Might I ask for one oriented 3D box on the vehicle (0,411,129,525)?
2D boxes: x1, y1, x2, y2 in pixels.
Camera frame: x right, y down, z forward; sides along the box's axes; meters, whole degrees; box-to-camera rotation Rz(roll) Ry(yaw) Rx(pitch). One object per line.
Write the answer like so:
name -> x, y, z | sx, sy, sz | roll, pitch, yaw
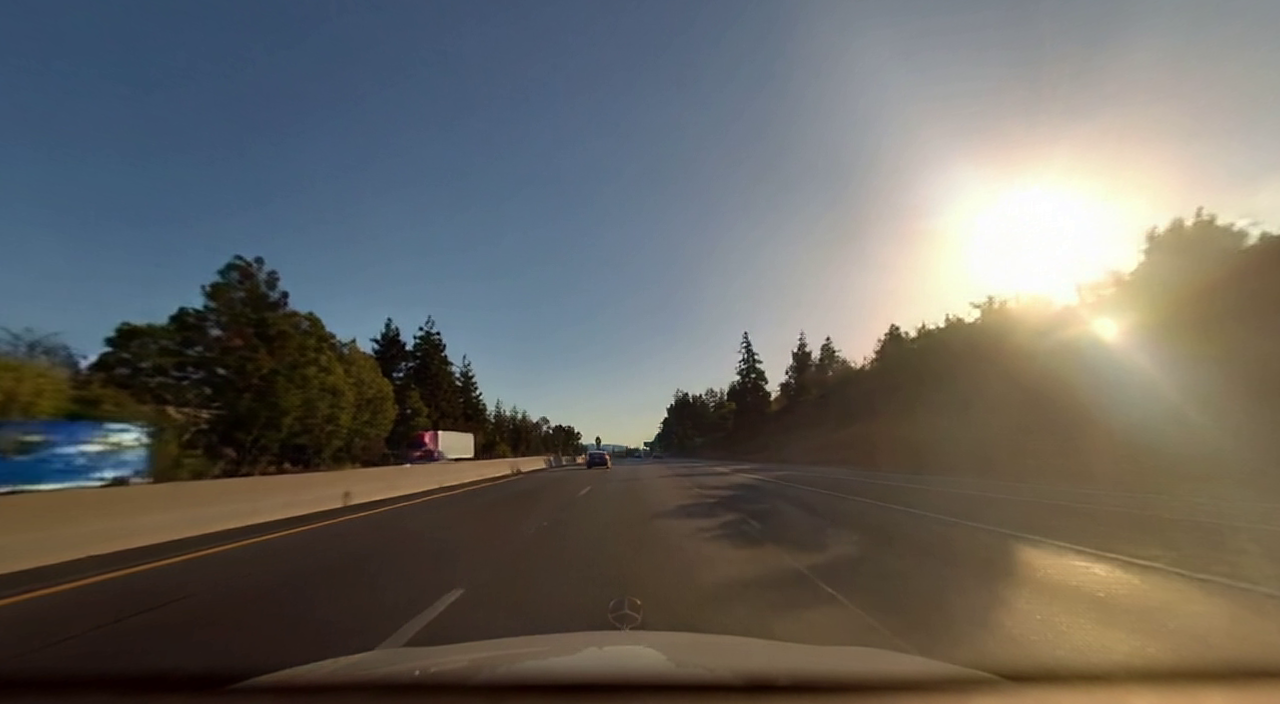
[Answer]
vehicle -> -16.145, 2.762, 15.040 | 2.400, 2.633, 6.390 | 0, -9, 0
